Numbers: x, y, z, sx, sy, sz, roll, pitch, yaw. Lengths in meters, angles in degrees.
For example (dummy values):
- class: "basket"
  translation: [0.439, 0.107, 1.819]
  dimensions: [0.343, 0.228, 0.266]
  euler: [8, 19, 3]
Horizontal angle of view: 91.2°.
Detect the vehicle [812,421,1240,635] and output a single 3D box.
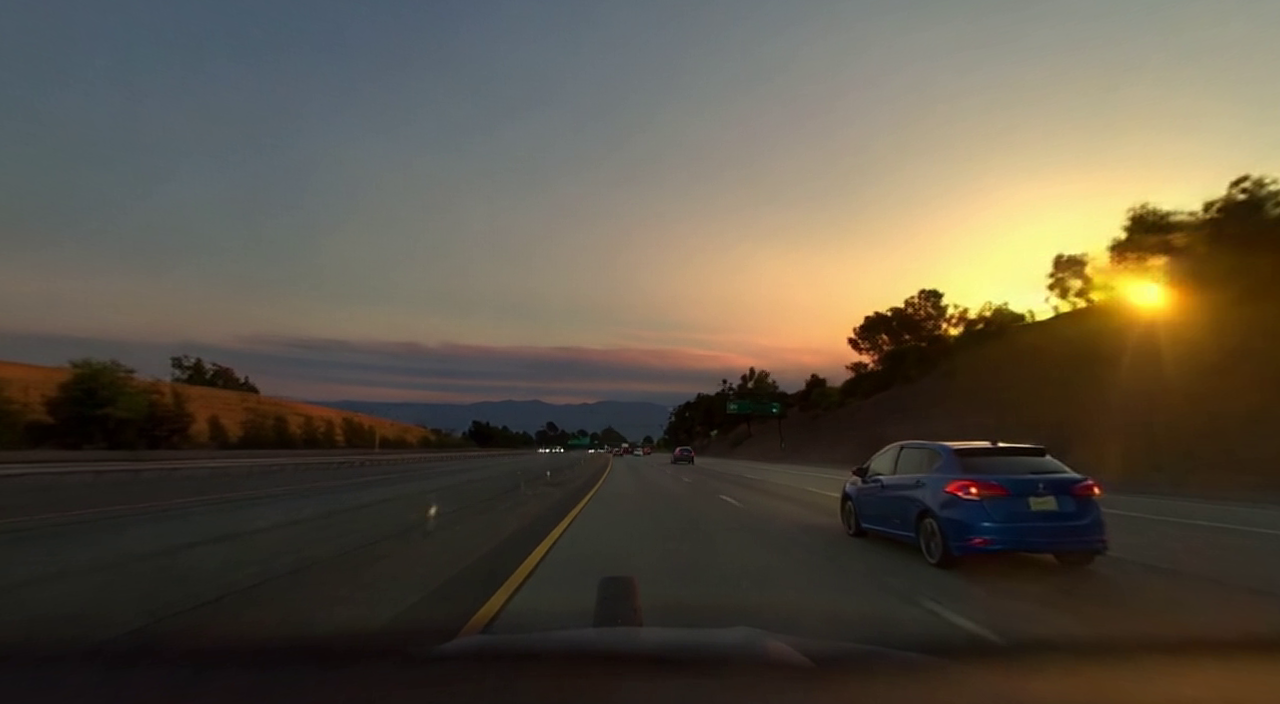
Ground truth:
- class: "vehicle"
  translation: [3.553, 1.679, 7.003]
  dimensions: [2.002, 1.604, 4.265]
  euler: [0, -9, -1]
